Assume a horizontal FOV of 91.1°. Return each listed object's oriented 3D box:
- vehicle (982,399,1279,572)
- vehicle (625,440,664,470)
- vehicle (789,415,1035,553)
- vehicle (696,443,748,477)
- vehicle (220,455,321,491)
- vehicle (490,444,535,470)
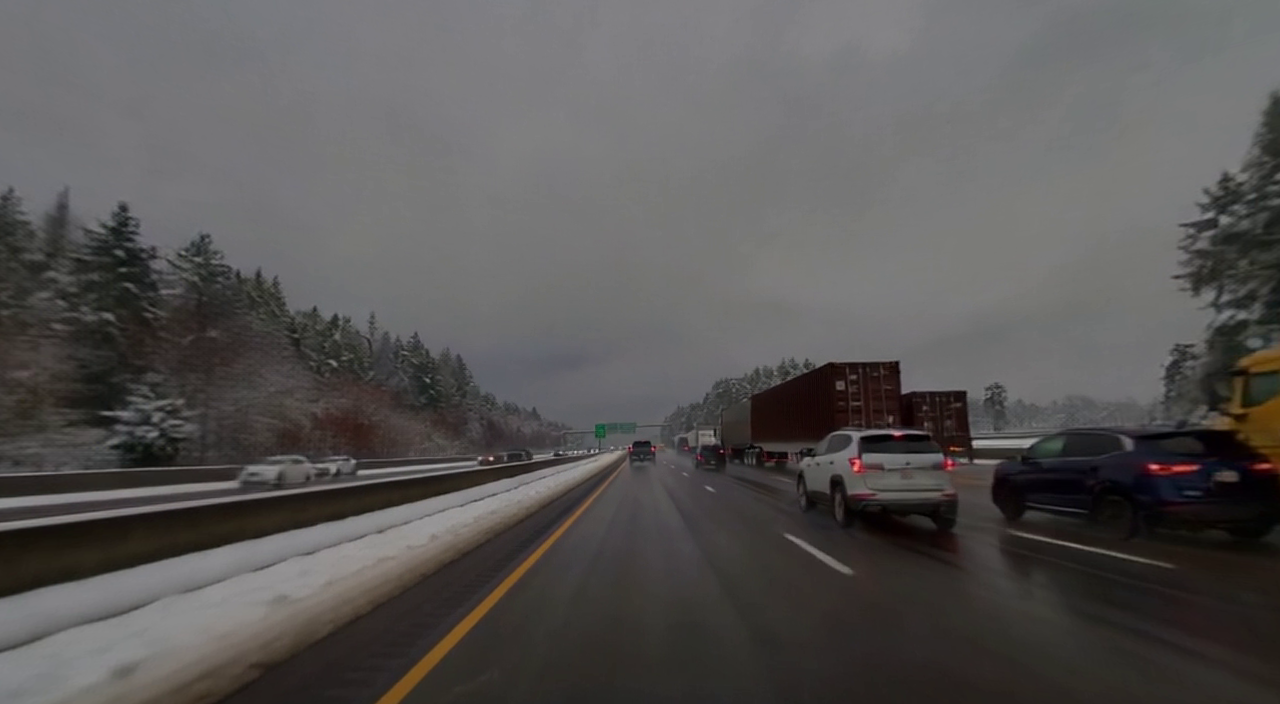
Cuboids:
[{"bbox_3d":[7.322,1.769,9.140,1.985,1.835,4.681,0,-8,-1],"label":"vehicle"},{"bbox_3d":[0.310,6.442,39.374,2.313,1.736,4.215,0,-8,1],"label":"vehicle"},{"bbox_3d":[3.885,1.945,9.940,1.972,1.693,4.139,0,-8,-1],"label":"vehicle"},{"bbox_3d":[3.960,5.289,31.104,1.888,1.501,4.608,0,-8,-1],"label":"vehicle"},{"bbox_3d":[-16.915,5.536,29.037,1.906,1.453,4.484,0,-8,1],"label":"vehicle"},{"bbox_3d":[-9.396,7.774,46.702,2.273,1.821,4.811,0,-8,1],"label":"vehicle"}]
